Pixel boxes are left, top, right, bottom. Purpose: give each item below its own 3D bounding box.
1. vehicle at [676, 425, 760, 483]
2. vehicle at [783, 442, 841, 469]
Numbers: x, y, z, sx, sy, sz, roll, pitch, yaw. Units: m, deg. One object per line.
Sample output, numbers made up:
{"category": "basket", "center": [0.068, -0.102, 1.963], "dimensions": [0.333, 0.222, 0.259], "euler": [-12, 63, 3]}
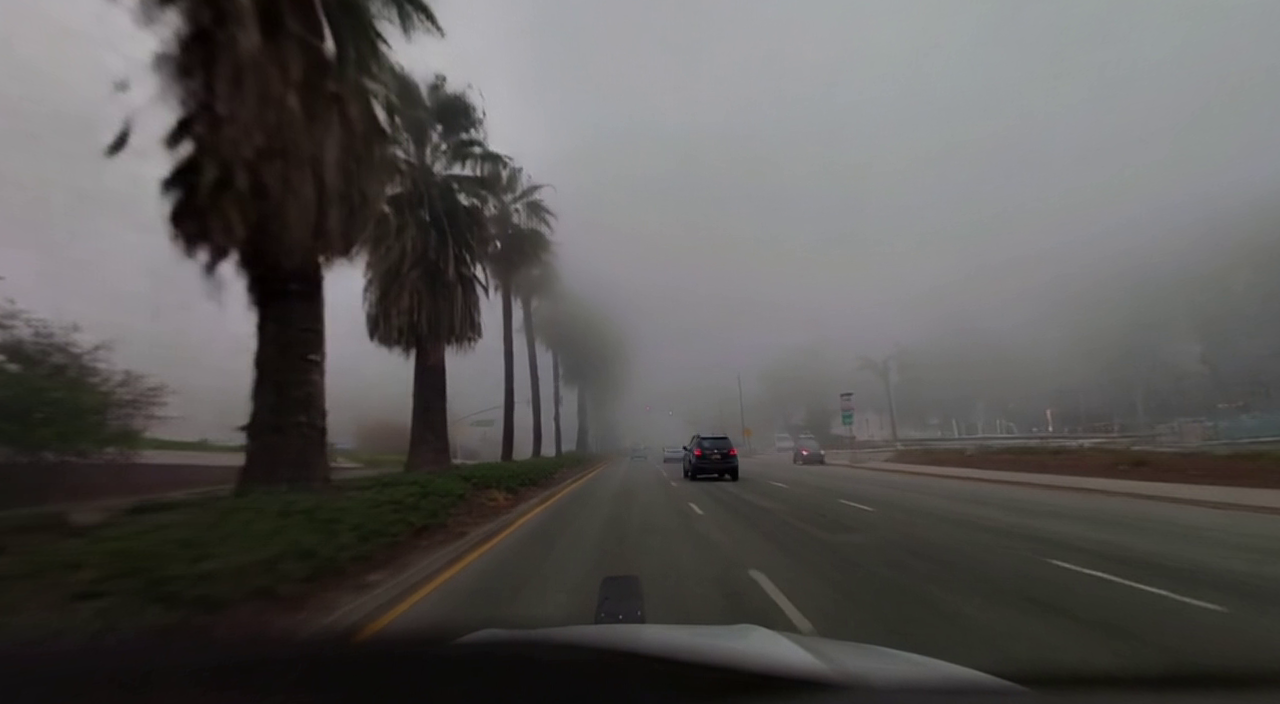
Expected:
{"category": "vehicle", "center": [2.865, 3.962, 24.768], "dimensions": [2.559, 2.017, 5.562], "euler": [0, -8, -1]}
{"category": "vehicle", "center": [10.099, 6.102, 37.510], "dimensions": [1.989, 1.472, 5.054], "euler": [0, -9, -1]}
